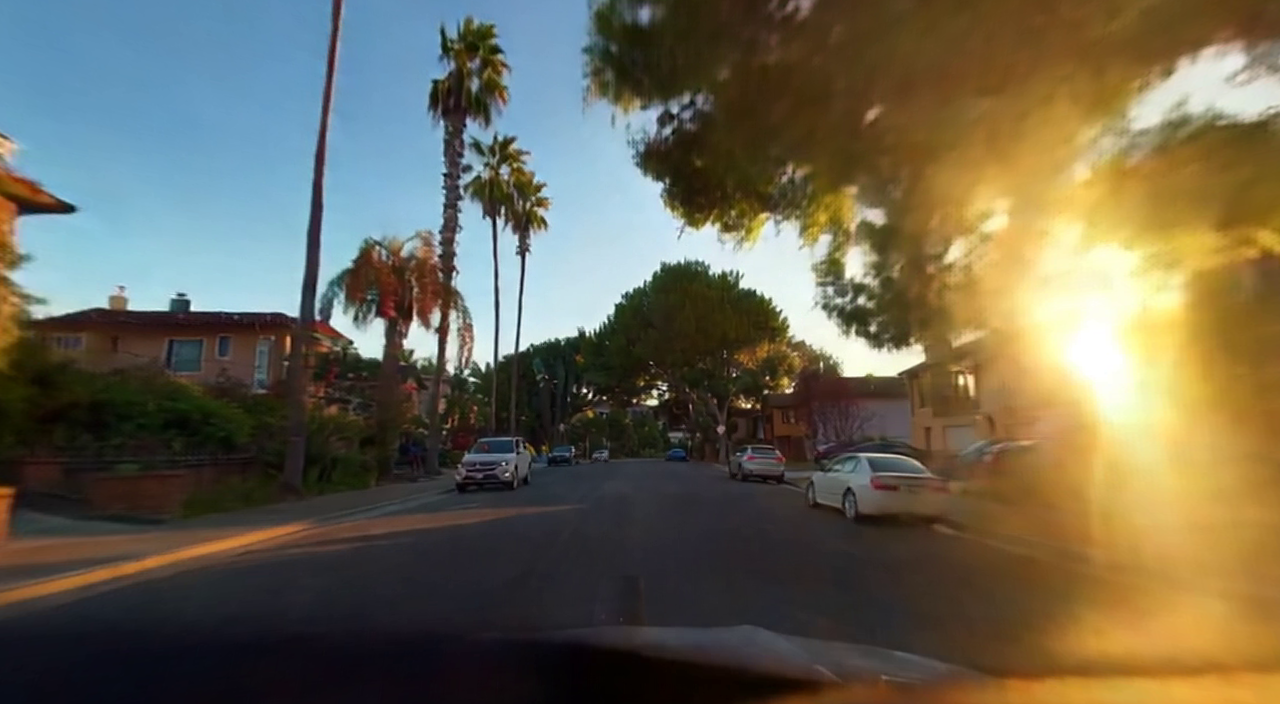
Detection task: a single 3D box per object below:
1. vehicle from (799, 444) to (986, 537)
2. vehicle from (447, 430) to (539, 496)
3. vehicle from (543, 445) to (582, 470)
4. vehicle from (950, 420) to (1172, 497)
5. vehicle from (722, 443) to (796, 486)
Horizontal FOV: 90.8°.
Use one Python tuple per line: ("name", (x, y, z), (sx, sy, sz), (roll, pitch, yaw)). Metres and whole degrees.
("vehicle", (4.824, 2.671, 12.930), (2.056, 1.464, 4.493), (2, -9, 1))
("vehicle", (-4.783, 3.685, 21.358), (2.149, 1.877, 5.082), (-1, -8, -3))
("vehicle", (-5.273, 7.197, 43.446), (2.079, 1.486, 4.877), (-2, -8, -1))
("vehicle", (11.630, 2.968, 17.744), (4.621, 1.591, 2.090), (-5, -8, -1))
("vehicle", (4.620, 4.423, 25.254), (1.991, 1.554, 4.501), (0, -9, -1))
